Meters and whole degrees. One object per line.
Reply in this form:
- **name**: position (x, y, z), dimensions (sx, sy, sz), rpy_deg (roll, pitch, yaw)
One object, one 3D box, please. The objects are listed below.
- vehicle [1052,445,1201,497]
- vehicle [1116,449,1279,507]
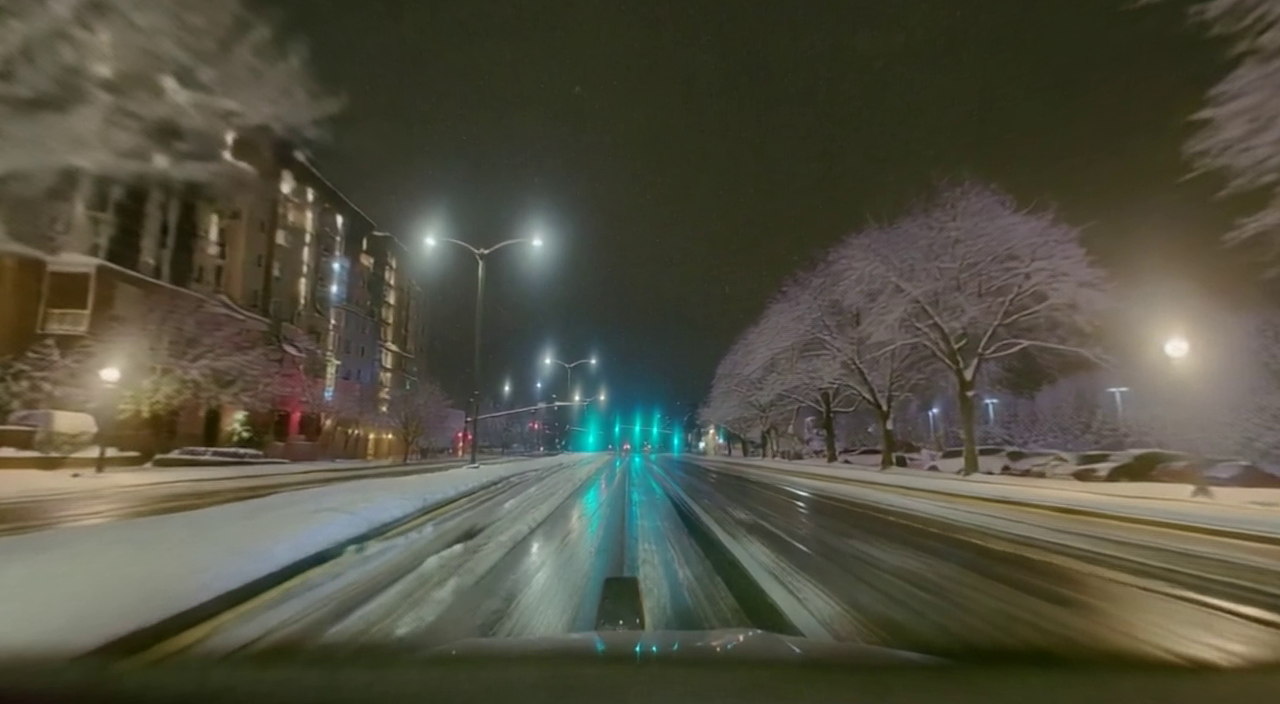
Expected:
- **vehicle**: position (16.847, 4.047, 21.891), dimensions (4.392, 1.612, 2.223), rpy_deg (4, -9, -25)
- **vehicle**: position (16.682, 3.696, 18.880), dimensions (4.239, 1.470, 2.231), rpy_deg (4, -11, -29)
